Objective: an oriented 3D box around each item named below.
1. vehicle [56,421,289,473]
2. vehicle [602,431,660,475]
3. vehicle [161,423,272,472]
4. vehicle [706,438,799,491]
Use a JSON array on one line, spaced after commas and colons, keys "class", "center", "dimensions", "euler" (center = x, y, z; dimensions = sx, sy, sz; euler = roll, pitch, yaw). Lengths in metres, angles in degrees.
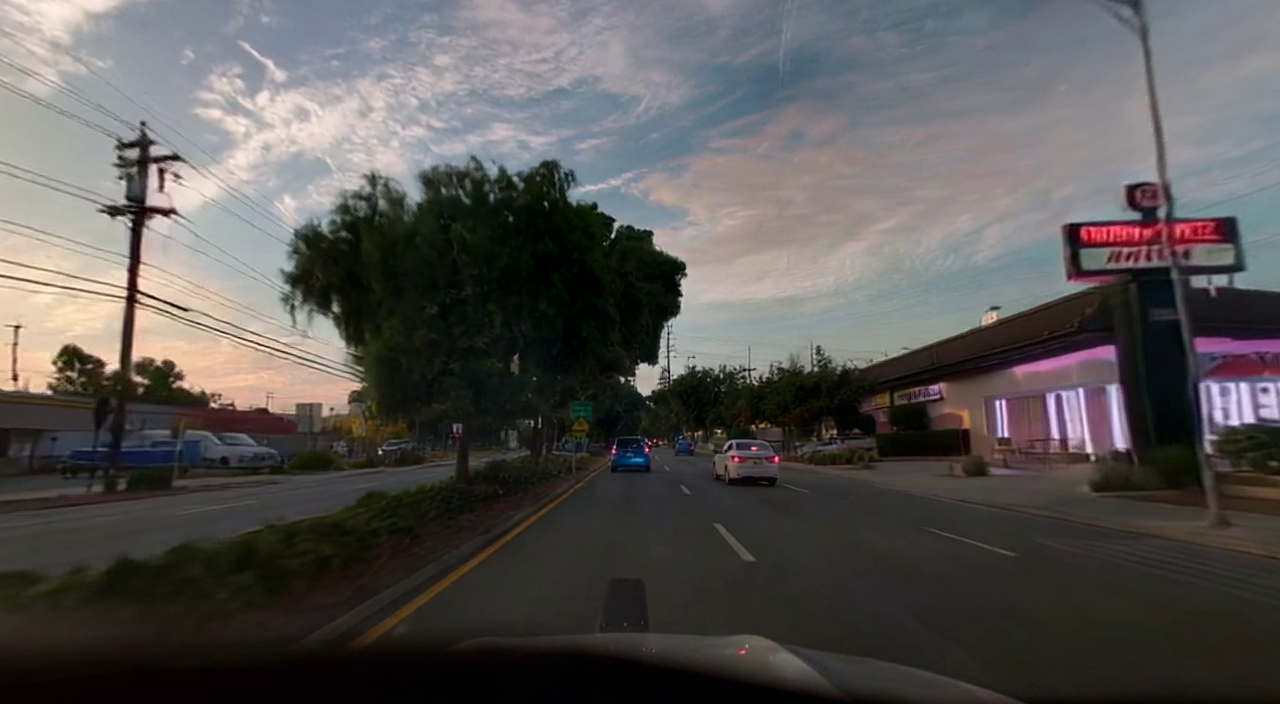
[{"class": "vehicle", "center": [-28.024, 5.721, 38.469], "dimensions": [11.007, 2.864, 3.115], "euler": [1, -7, -11]}, {"class": "vehicle", "center": [-0.377, 4.575, 28.724], "dimensions": [2.441, 1.813, 4.581], "euler": [0, -8, 0]}, {"class": "vehicle", "center": [-24.086, 5.430, 36.042], "dimensions": [4.412, 2.662, 2.544], "euler": [1, -8, -10]}, {"class": "vehicle", "center": [3.381, 3.471, 19.895], "dimensions": [1.954, 1.479, 4.557], "euler": [0, -8, -2]}]
